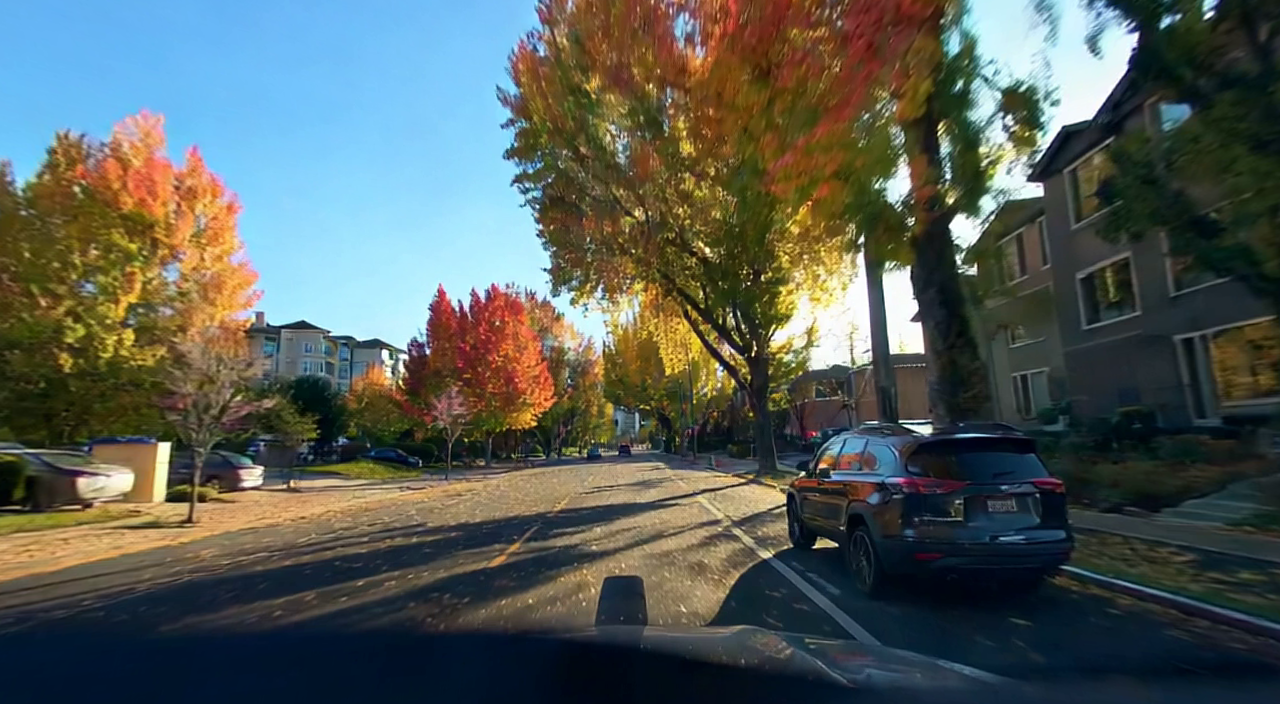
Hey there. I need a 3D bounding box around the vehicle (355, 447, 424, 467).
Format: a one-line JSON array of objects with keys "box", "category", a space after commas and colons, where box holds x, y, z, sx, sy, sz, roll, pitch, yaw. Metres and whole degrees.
[{"box": [-19.612, 8.236, 49.630, 4.610, 1.463, 1.841, 1, -9, -7], "category": "vehicle"}]

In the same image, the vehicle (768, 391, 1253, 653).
[{"box": [3.056, 1.530, 6.847, 2.224, 1.791, 4.834, 0, -9, -1], "category": "vehicle"}]

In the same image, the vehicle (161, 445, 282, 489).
[{"box": [-15.871, 4.355, 24.295, 1.881, 1.490, 4.430, 0, -9, -5], "category": "vehicle"}]

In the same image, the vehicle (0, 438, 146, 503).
[{"box": [-16.795, 3.256, 17.523, 4.398, 1.686, 1.927, 1, -9, -6], "category": "vehicle"}]
